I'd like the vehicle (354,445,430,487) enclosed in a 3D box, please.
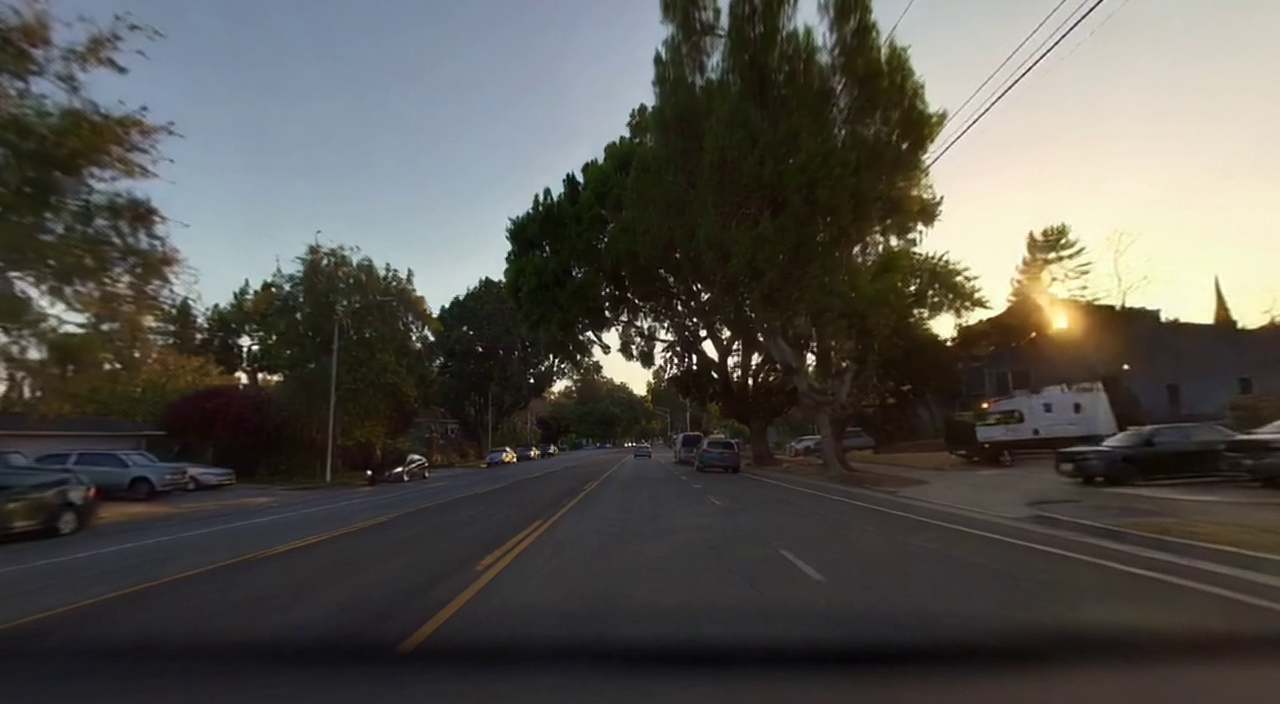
[{"bbox_3d":[-11.769,5.413,30.340,1.954,1.828,4.466,0,-8,-2],"label":"vehicle"}]

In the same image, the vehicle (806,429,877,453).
[{"bbox_3d":[13.624,6.039,42.940,4.162,1.544,1.812,0,-8,-4],"label":"vehicle"}]

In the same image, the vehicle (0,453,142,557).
[{"bbox_3d":[-11.750,2.711,11.322,1.822,1.699,4.791,0,-8,-2],"label":"vehicle"}]

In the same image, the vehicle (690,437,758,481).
[{"bbox_3d":[3.164,4.103,24.541,1.983,1.557,4.078,0,-8,-1],"label":"vehicle"}]

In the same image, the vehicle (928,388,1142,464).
[{"bbox_3d":[13.003,2.494,21.127,5.472,2.340,2.418,0,-8,-2],"label":"vehicle"}]

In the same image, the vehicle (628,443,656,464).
[{"bbox_3d":[0.104,7.757,48.510,1.989,1.500,4.141,0,-8,-1],"label":"vehicle"}]

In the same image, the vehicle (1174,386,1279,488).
[{"bbox_3d":[12.560,1.536,11.457,3.964,1.690,1.863,0,-8,0],"label":"vehicle"}]

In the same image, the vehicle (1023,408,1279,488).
[{"bbox_3d":[11.618,2.106,13.970,4.861,1.444,2.119,-2,-9,-1],"label":"vehicle"}]
